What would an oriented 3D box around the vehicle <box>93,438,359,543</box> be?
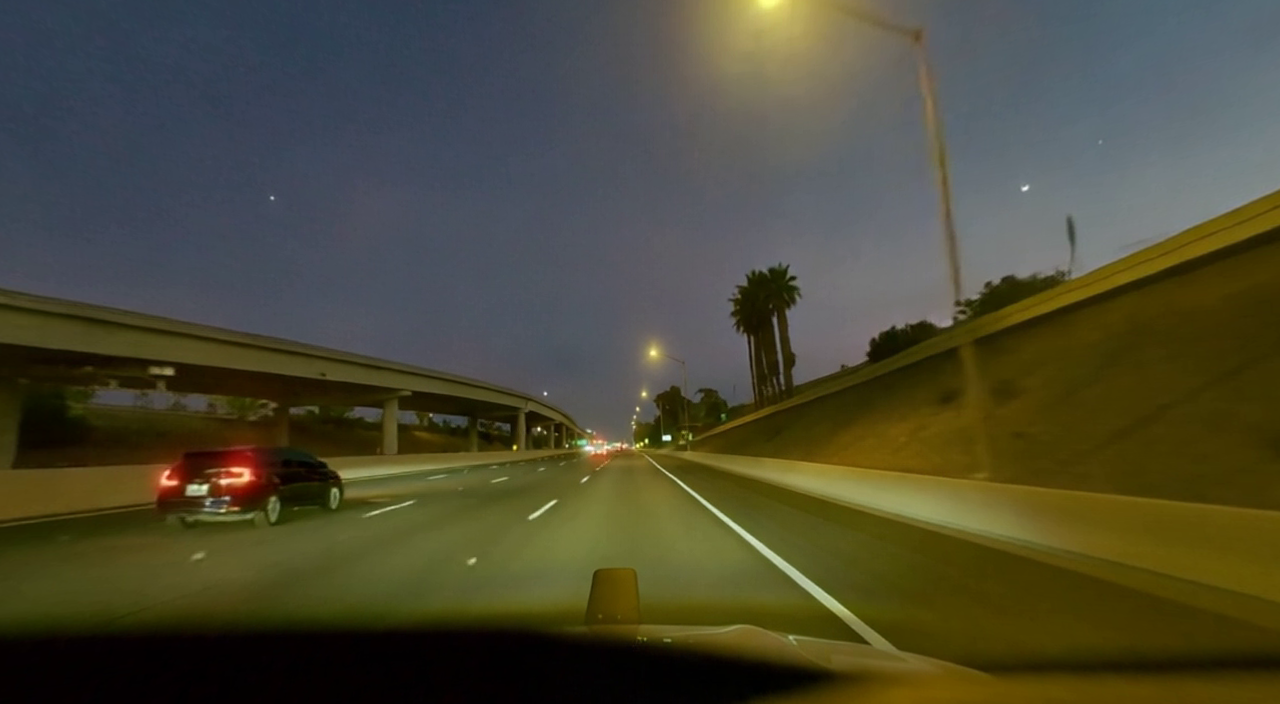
[{"bbox_3d":[-6.986,2.333,11.374,1.914,1.503,4.268,0,-8,-1],"label":"vehicle"}]
